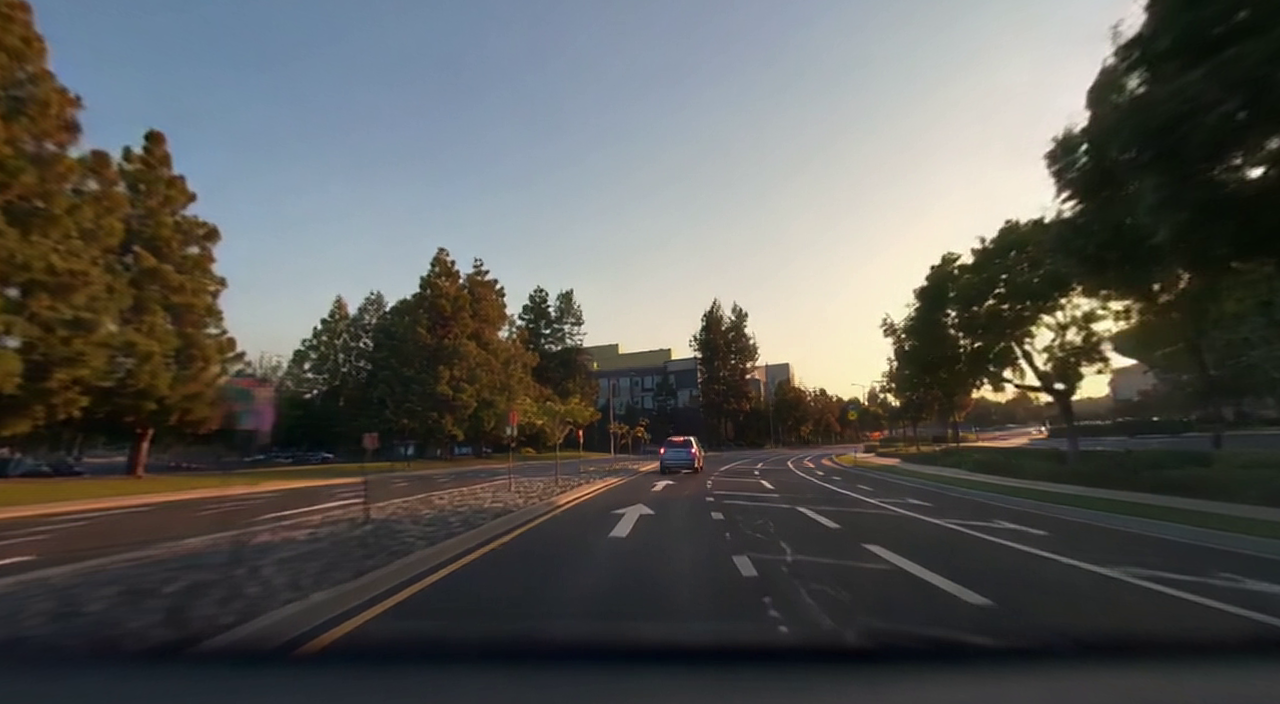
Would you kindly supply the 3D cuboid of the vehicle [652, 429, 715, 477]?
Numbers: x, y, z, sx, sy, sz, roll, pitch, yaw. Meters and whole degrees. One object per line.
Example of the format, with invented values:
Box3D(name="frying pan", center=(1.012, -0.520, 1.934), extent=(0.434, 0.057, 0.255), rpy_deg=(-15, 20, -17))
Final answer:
Box3D(name="vehicle", center=(2.090, 4.520, 28.442), extent=(2.371, 1.926, 5.615), rpy_deg=(-2, -8, 8))
